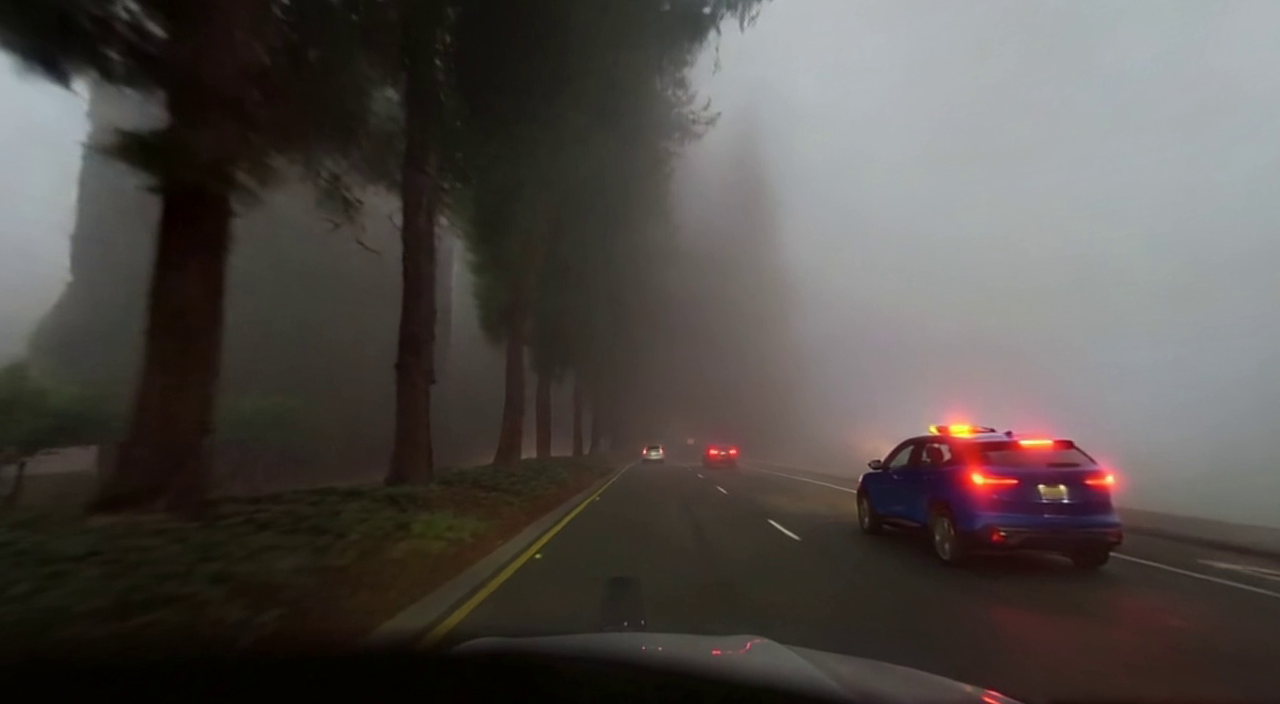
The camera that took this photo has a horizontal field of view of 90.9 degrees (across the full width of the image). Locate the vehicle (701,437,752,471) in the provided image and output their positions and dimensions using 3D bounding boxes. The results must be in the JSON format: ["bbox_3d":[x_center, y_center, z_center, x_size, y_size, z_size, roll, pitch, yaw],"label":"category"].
[{"bbox_3d":[4.554,5.407,33.673,2.110,1.666,3.912,0,-8,0],"label":"vehicle"}]

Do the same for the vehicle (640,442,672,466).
[{"bbox_3d":[1.044,6.744,41.784,2.026,1.466,4.282,0,-8,1],"label":"vehicle"}]

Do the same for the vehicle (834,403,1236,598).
[{"bbox_3d":[4.007,1.566,7.483,2.052,1.639,4.123,0,-8,0],"label":"vehicle"}]
